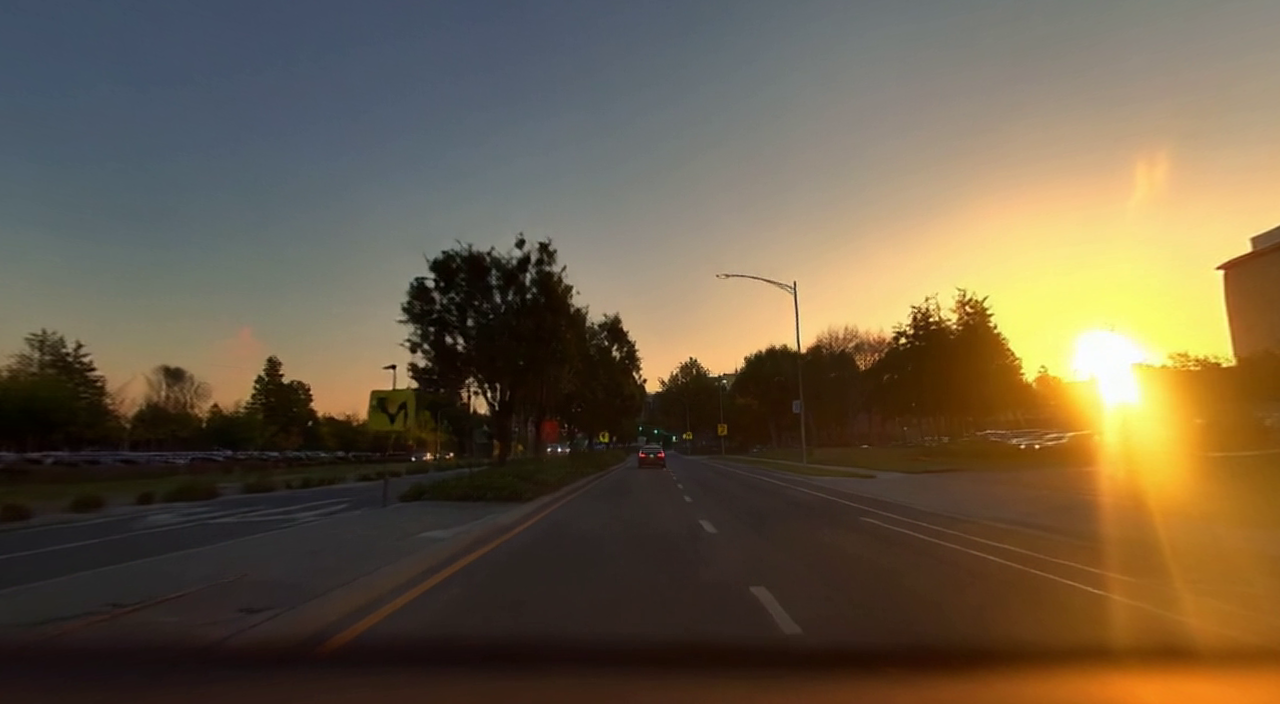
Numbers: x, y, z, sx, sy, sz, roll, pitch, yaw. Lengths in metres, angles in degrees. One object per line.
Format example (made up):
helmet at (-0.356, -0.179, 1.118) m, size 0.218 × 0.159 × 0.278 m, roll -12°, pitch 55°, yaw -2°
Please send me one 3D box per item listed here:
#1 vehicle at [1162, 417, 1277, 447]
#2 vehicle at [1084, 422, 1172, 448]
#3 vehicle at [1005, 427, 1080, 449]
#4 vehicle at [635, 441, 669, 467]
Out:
vehicle at (29.816, 4.193, 32.704) m, size 1.762 × 1.463 × 4.144 m, roll 1°, pitch -9°, yaw -7°
vehicle at (29.127, 5.020, 37.864) m, size 1.791 × 1.448 × 4.027 m, roll 1°, pitch -9°, yaw -6°
vehicle at (28.010, 6.061, 44.142) m, size 1.847 × 1.451 × 4.470 m, roll 1°, pitch -9°, yaw -8°
vehicle at (0.788, 6.799, 42.228) m, size 2.158 × 1.600 × 3.865 m, roll 0°, pitch -8°, yaw 0°
